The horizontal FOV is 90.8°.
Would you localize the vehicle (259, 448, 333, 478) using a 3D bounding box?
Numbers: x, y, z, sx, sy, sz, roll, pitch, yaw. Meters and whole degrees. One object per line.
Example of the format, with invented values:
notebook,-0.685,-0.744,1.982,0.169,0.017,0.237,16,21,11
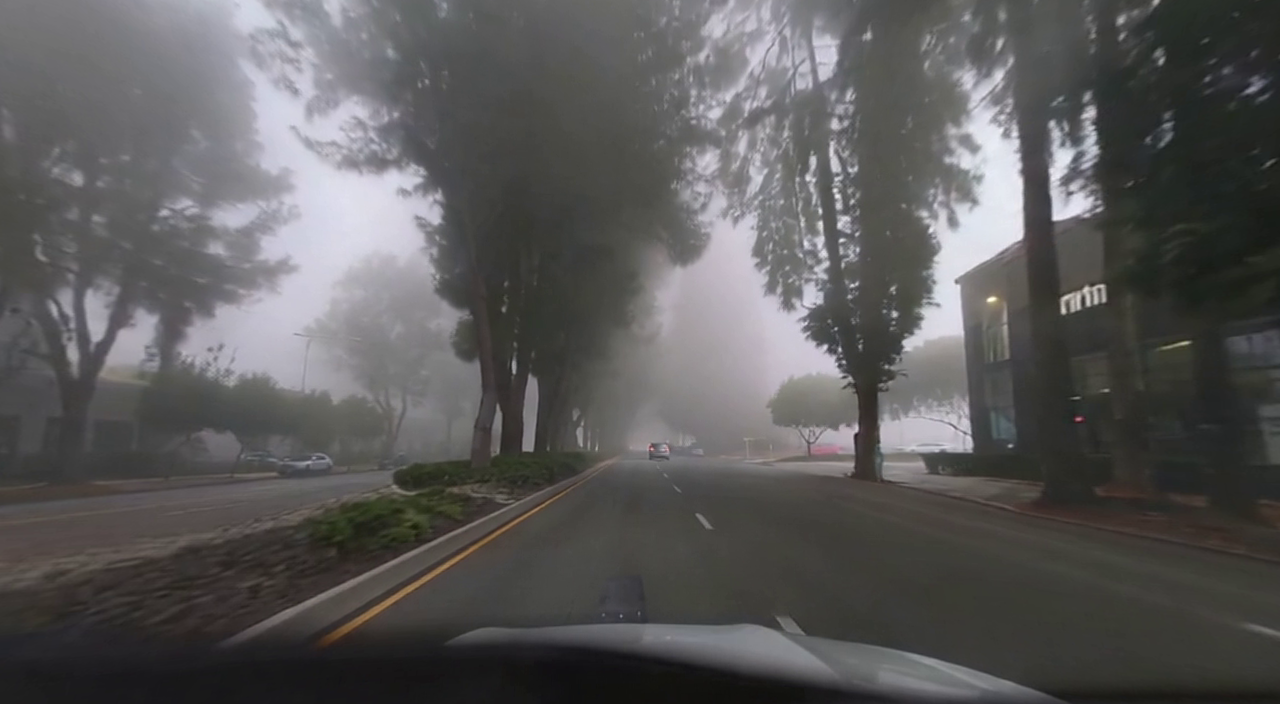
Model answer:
vehicle,-22.001,7.074,40.616,1.922,1.738,4.556,-1,-8,5
